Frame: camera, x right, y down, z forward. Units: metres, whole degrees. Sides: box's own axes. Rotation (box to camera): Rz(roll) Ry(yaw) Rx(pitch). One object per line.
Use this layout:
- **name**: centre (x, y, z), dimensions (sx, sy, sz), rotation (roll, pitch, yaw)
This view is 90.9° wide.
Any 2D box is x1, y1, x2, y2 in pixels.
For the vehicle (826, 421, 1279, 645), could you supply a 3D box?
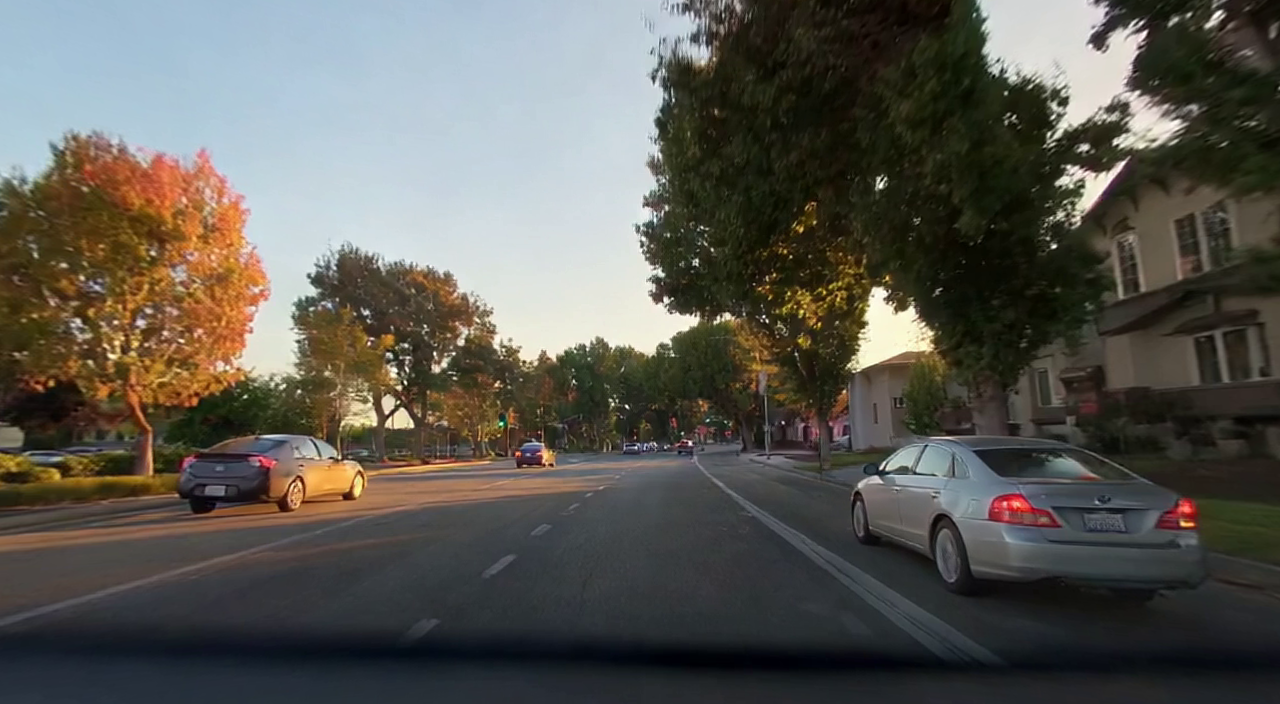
- **vehicle**: centre (3.659, 1.574, 6.680), dimensions (2.003, 1.494, 4.705), rotation (0, -8, 1)

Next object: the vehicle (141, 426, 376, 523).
- **vehicle**: centre (-7.138, 2.313, 12.498), dimensions (1.951, 1.554, 4.444), rotation (0, -8, -2)

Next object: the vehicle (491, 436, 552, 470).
- **vehicle**: centre (-5.887, 5.065, 31.775), dimensions (1.988, 1.597, 4.404), rotation (0, -8, 3)
